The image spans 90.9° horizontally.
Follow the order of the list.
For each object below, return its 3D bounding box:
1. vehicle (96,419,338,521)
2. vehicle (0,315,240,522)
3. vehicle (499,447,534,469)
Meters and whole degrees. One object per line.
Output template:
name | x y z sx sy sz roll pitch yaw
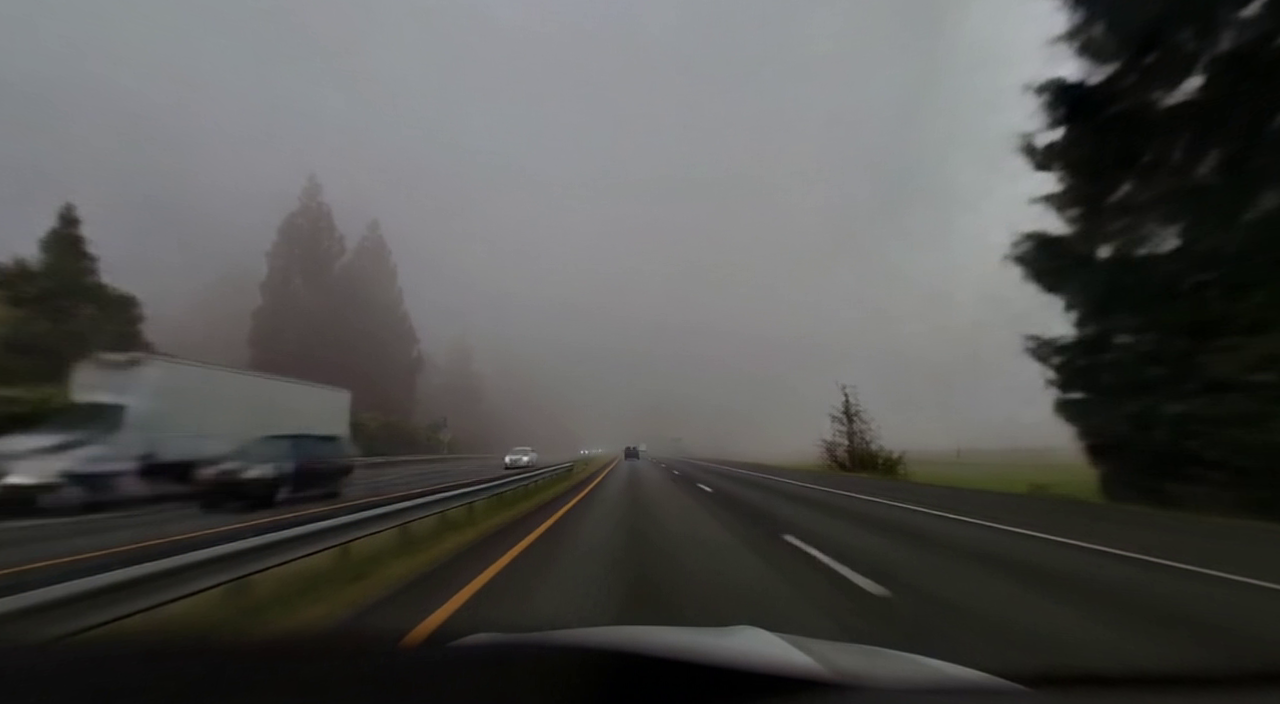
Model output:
vehicle | -8.371 2.379 13.117 2.060 1.750 4.253 0 -9 0
vehicle | -12.776 1.659 14.623 3.023 3.837 5.876 0 -9 -1
vehicle | -8.531 7.343 43.749 1.739 1.432 3.639 0 -9 -1
